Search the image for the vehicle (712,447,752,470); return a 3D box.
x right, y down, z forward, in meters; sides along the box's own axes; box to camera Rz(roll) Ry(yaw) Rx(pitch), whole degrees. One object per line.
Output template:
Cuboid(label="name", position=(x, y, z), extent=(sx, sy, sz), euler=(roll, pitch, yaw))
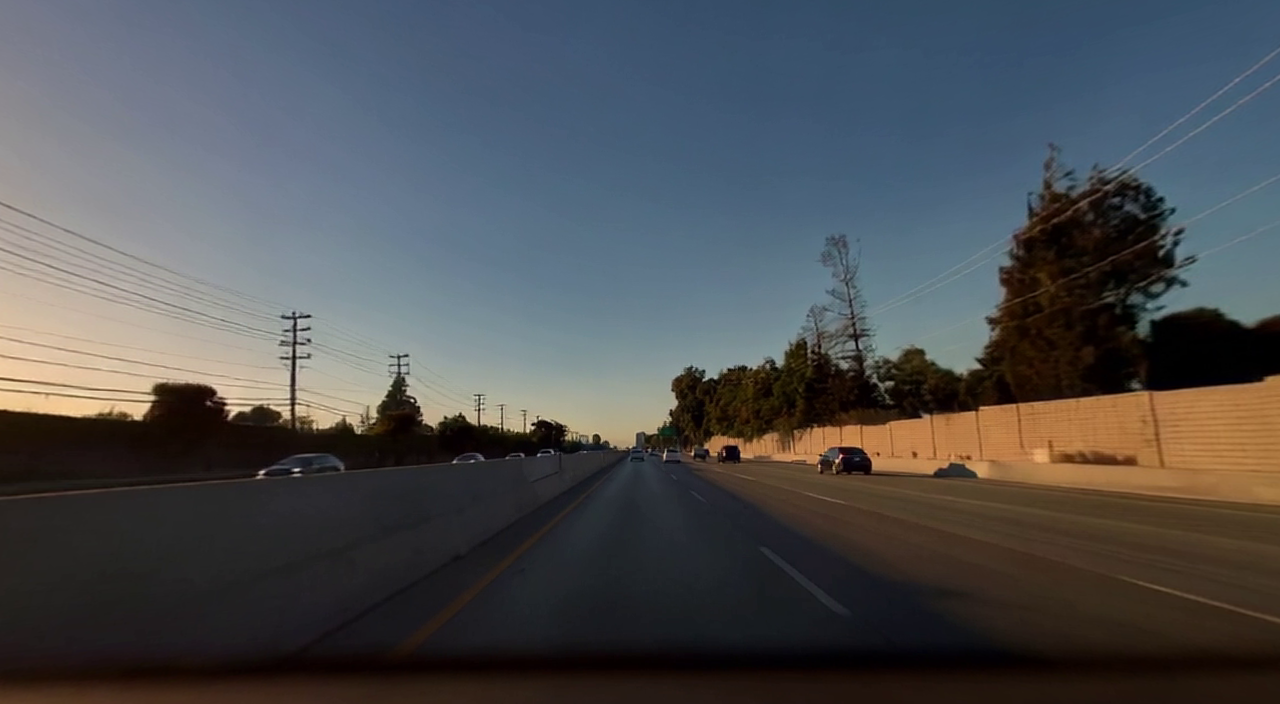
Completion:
Cuboid(label="vehicle", position=(6.449, 7.474, 44.754), extent=(2.069, 1.520, 4.614), euler=(0, -9, -1))

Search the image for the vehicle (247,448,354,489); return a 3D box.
Cuboid(label="vehicle", position=(-16.860, 5.795, 31.849), extent=(2.162, 1.854, 5.743), euler=(0, -9, 0))

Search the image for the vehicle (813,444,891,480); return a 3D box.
Cuboid(label="vehicle", position=(9.633, 5.011, 29.159), extent=(1.969, 1.506, 4.422), euler=(0, -9, -2))
